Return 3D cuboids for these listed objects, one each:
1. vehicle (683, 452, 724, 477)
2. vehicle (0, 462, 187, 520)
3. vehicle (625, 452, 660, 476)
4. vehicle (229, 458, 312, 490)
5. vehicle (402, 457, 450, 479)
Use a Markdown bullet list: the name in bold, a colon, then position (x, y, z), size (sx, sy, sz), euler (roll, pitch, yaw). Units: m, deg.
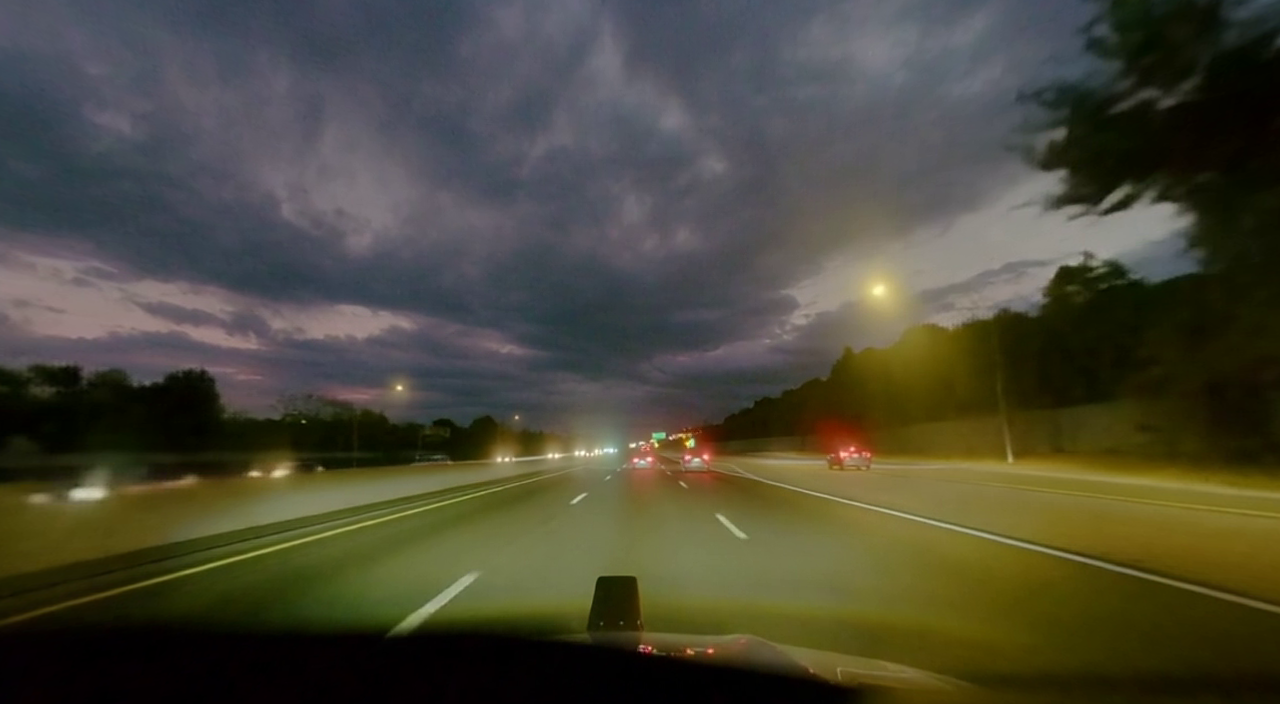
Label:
- **vehicle**: position (3.571, 6.440, 36.187), size (1.883, 1.320, 3.386), euler (0, -9, -2)
- **vehicle**: position (-16.847, 4.224, 19.669), size (1.860, 1.495, 4.658), euler (0, -9, 1)
- **vehicle**: position (0.143, 6.987, 39.596), size (2.065, 1.400, 4.028), euler (0, -9, -1)
- **vehicle**: position (-20.710, 6.842, 35.554), size (2.050, 1.644, 4.292), euler (0, -9, 0)
- **vehicle**: position (-15.930, 8.670, 47.220), size (1.919, 1.473, 4.498), euler (-1, -9, 2)
